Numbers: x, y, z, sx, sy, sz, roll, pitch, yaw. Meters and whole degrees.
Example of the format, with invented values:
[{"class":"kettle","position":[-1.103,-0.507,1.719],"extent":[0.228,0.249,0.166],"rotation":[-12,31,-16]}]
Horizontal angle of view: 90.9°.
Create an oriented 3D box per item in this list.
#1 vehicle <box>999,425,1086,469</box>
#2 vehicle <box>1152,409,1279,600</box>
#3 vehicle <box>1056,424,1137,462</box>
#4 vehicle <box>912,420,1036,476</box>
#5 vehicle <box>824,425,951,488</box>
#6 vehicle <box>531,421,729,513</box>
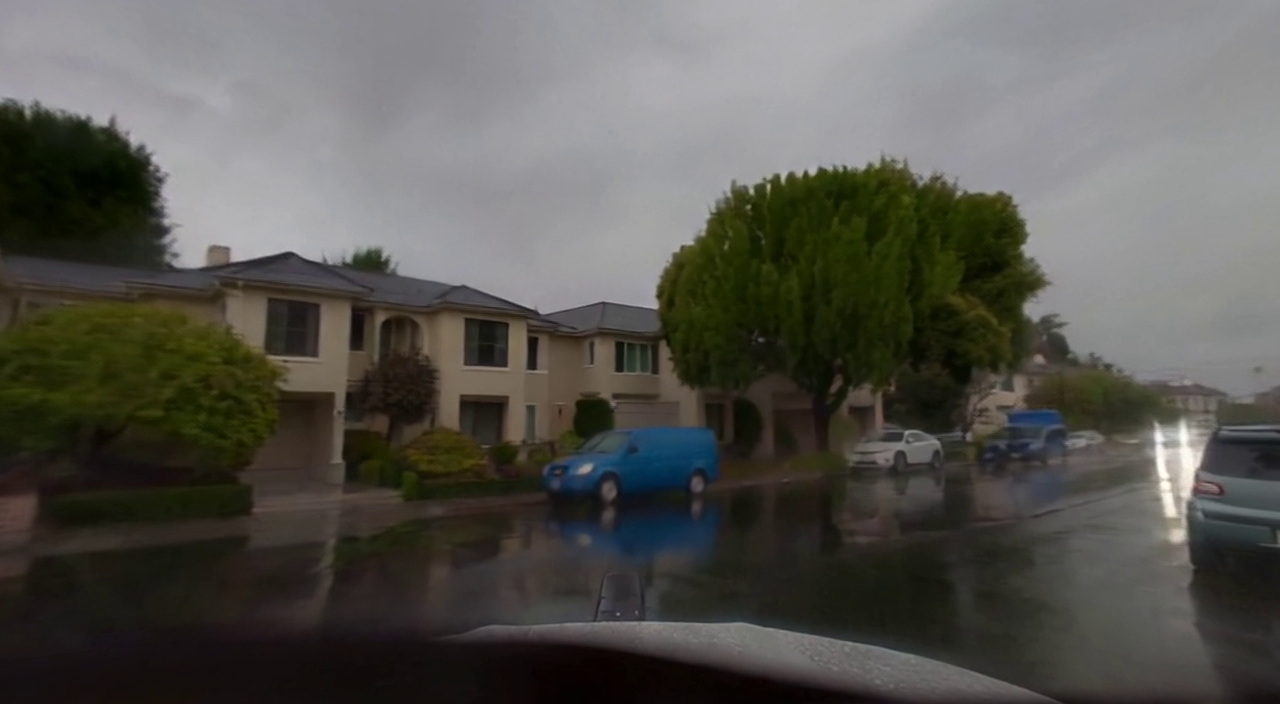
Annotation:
[{"class":"vehicle","position":[16.086,3.763,25.125],"extent":[3.465,1.549,1.734],"rotation":[5,-13,-39]},{"class":"vehicle","position":[6.861,1.371,6.249],"extent":[4.226,1.507,2.008],"rotation":[7,-10,-42]},{"class":"vehicle","position":[20.947,4.100,28.886],"extent":[3.628,1.532,1.834],"rotation":[3,-7,-35]},{"class":"vehicle","position":[11.549,3.285,21.713],"extent":[4.428,1.670,1.872],"rotation":[4,-12,-37]},{"class":"vehicle","position":[7.210,2.922,18.211],"extent":[3.785,1.488,1.828],"rotation":[4,-7,-42]},{"class":"vehicle","position":[-0.117,2.138,12.288],"extent":[3.513,1.507,1.798],"rotation":[6,-9,-40]}]
